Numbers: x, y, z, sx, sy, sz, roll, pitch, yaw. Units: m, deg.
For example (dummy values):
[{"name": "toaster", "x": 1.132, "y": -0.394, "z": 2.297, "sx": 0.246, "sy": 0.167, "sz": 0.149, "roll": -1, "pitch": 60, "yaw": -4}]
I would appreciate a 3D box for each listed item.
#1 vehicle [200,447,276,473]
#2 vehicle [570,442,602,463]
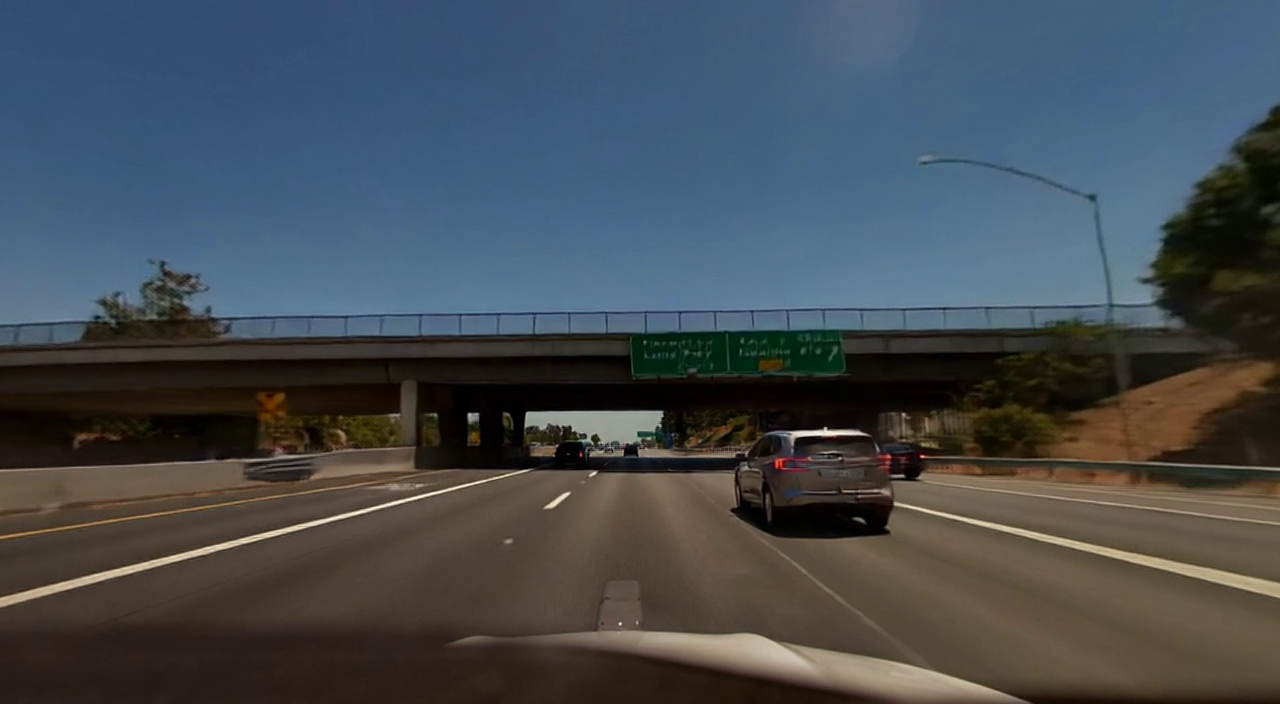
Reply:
[{"name": "vehicle", "x": -24.760, "y": 6.636, "z": 39.080, "sx": 1.917, "sy": 1.522, "sz": 4.179, "roll": 0, "pitch": -8, "yaw": 1}, {"name": "vehicle", "x": -4.038, "y": 7.624, "z": 48.074, "sx": 2.091, "sy": 1.544, "sz": 4.409, "roll": 0, "pitch": -8, "yaw": 0}]
